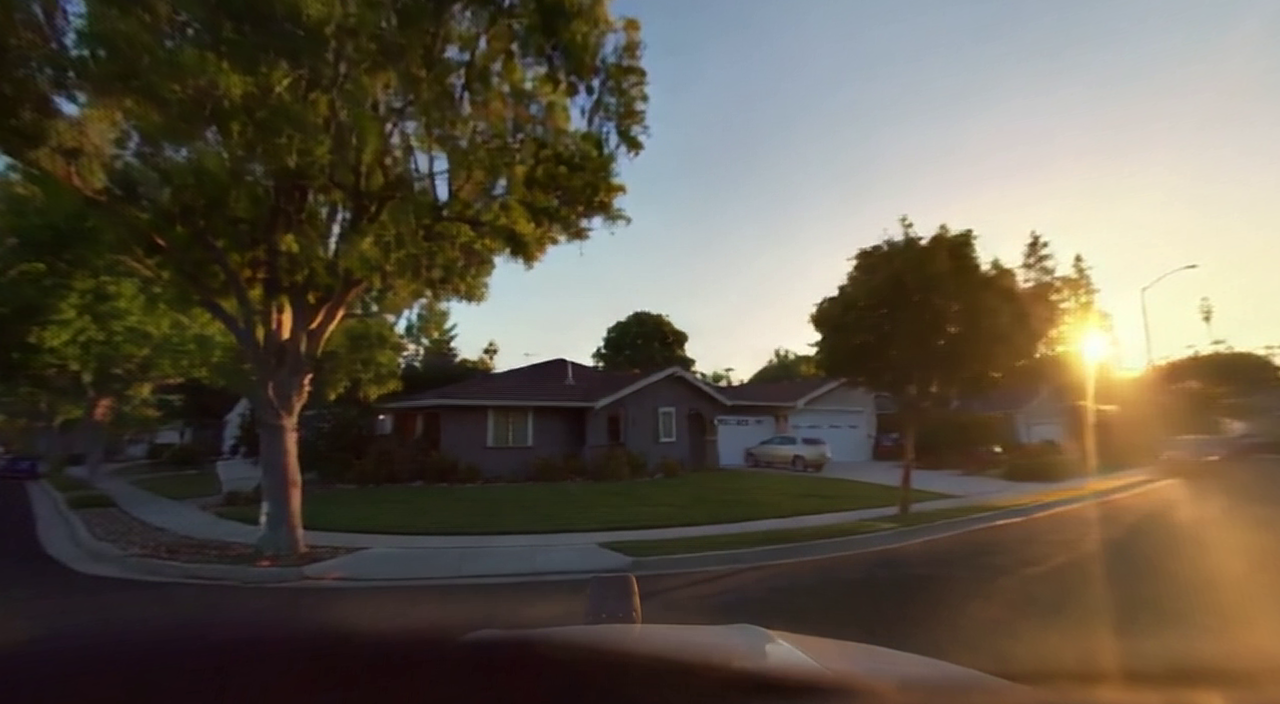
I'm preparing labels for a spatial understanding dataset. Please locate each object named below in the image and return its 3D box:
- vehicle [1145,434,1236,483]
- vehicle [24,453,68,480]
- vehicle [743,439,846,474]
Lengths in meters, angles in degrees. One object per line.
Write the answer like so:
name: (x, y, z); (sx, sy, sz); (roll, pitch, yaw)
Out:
vehicle: (24.022, 4.623, 27.516); (4.675, 1.834, 2.208); (8, -16, -43)
vehicle: (-41.048, 7.883, 43.749); (2.011, 1.483, 4.620); (5, -8, -41)
vehicle: (7.177, 4.880, 29.690); (1.844, 1.495, 4.404); (7, -11, -42)
